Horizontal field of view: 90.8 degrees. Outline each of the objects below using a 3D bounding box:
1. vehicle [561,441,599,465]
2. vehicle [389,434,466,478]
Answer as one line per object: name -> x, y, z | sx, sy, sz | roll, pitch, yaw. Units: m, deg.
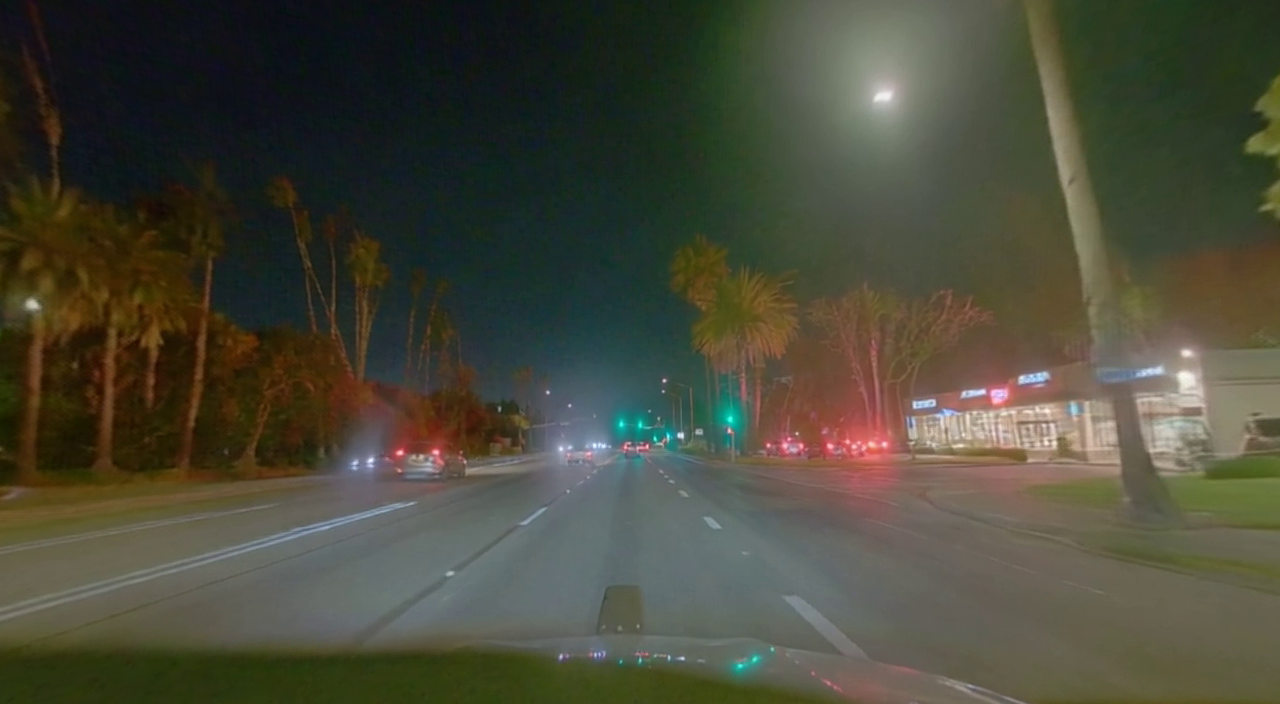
vehicle -> -3.871, 6.634, 41.725 | 2.181, 1.483, 4.123 | 0, -9, -1
vehicle -> -9.207, 4.536, 27.764 | 2.022, 1.746, 4.406 | 0, -9, -3
